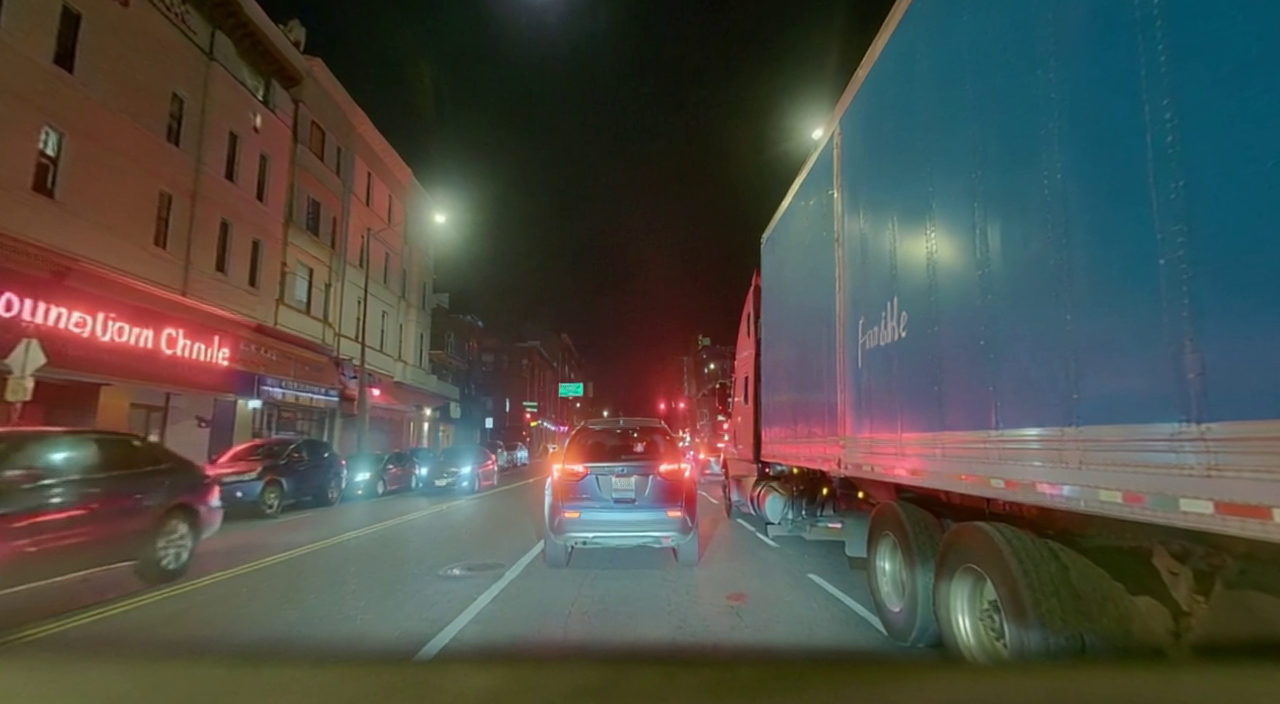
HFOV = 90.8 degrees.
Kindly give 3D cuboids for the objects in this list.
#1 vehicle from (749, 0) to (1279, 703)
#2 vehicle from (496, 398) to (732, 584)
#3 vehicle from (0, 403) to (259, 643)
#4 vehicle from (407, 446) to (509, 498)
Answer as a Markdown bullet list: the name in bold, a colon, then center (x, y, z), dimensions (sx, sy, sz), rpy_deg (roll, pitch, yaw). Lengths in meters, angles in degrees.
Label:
- **vehicle**: center (2.910, 0.023, 3.208), dimensions (2.913, 3.771, 9.716), rpy_deg (0, -8, 0)
- **vehicle**: center (-0.247, 1.684, 8.468), dimensions (2.283, 1.783, 4.548), rpy_deg (0, -8, 0)
- **vehicle**: center (-5.700, 1.426, 5.656), dimensions (1.960, 1.736, 4.255), rpy_deg (-1, -8, -1)
- **vehicle**: center (-5.717, 3.798, 20.476), dimensions (1.997, 1.467, 4.373), rpy_deg (-1, -8, 0)
